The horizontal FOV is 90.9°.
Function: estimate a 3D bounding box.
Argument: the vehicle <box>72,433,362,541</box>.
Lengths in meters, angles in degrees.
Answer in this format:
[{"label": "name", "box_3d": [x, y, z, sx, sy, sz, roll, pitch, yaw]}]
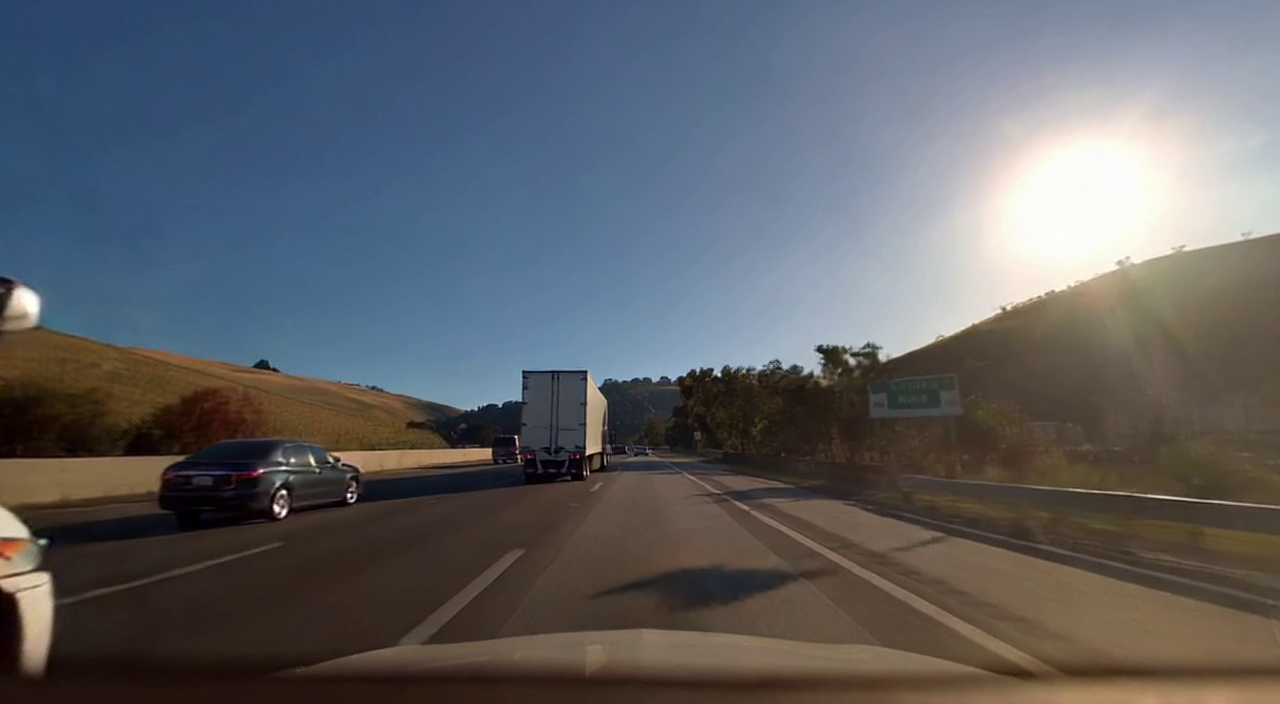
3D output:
[{"label": "vehicle", "box_3d": [-6.986, 2.243, 11.211, 1.911, 1.494, 4.555, 0, -9, 1]}]

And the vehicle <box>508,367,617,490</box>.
[{"label": "vehicle", "box_3d": [-3.017, 3.888, 30.480, 3.202, 4.352, 16.251, 0, -9, 0]}]

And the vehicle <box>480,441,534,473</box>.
[{"label": "vehicle", "box_3d": [-7.164, 5.664, 34.344, 1.949, 1.604, 4.456, 0, -9, 0]}]
